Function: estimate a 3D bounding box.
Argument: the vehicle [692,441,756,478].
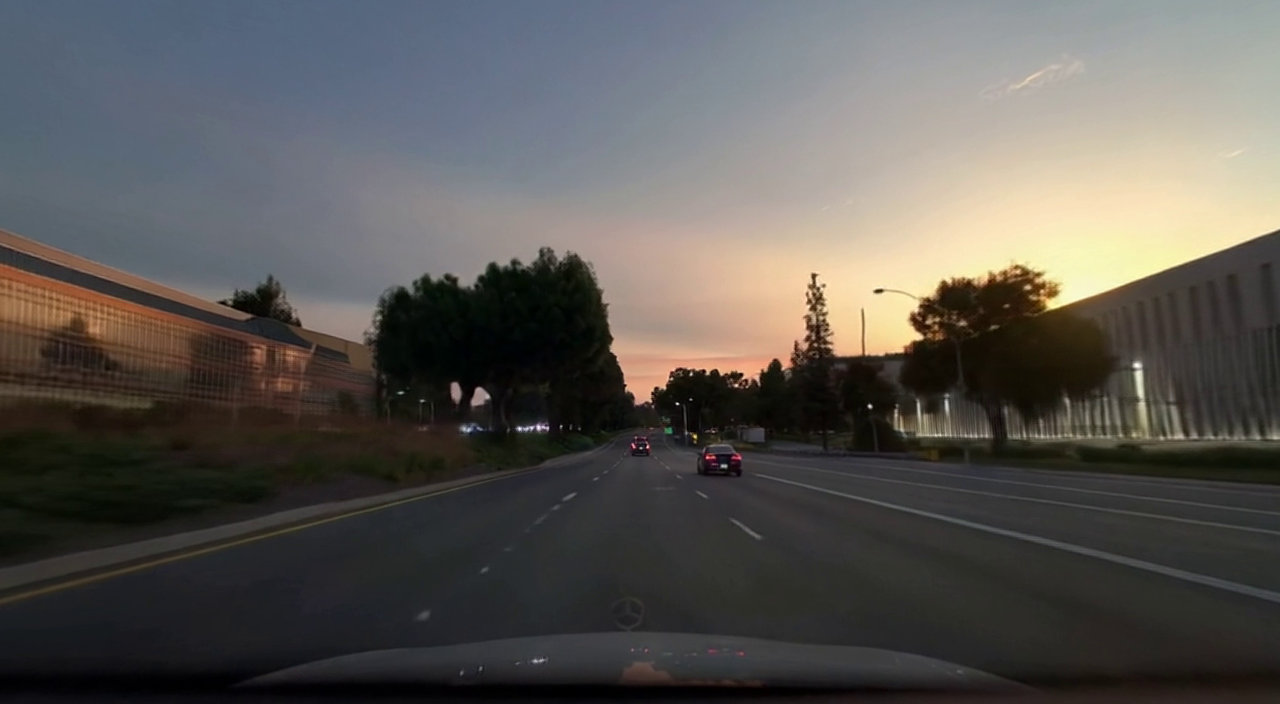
[{"bbox_3d":[3.541,4.633,27.437,2.069,1.431,4.313,0,-8,-2],"label":"vehicle"}]
